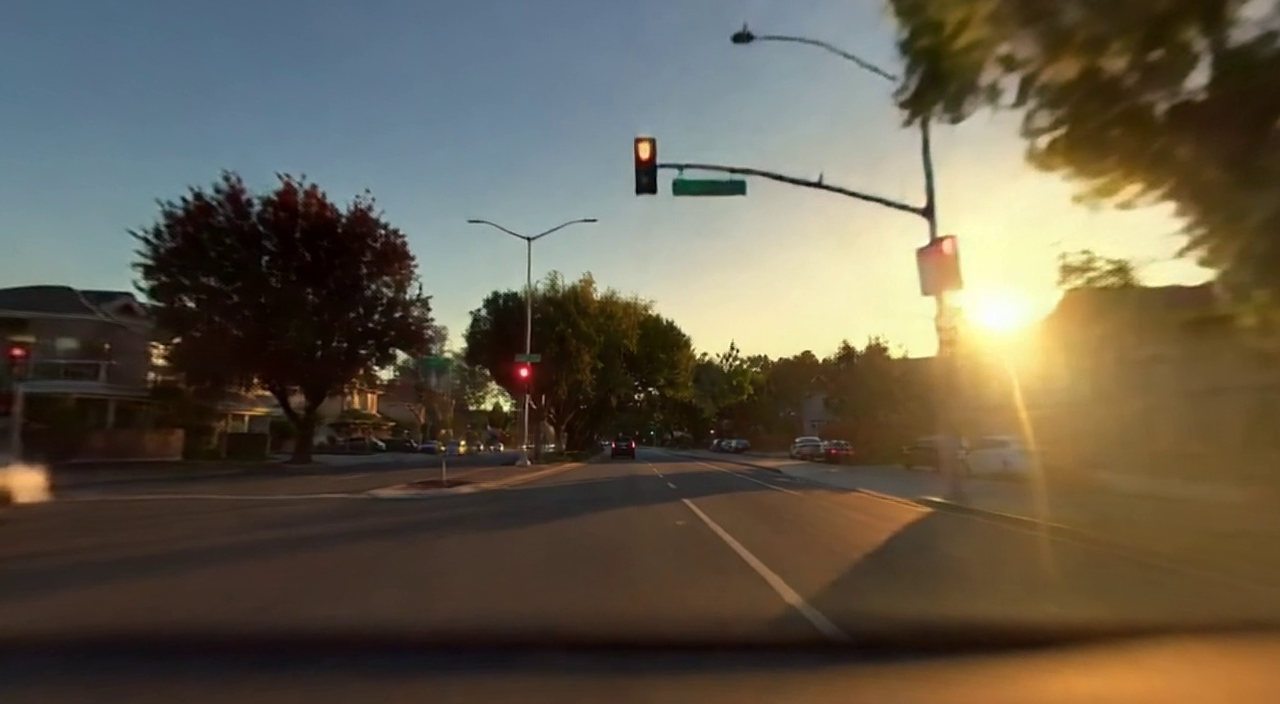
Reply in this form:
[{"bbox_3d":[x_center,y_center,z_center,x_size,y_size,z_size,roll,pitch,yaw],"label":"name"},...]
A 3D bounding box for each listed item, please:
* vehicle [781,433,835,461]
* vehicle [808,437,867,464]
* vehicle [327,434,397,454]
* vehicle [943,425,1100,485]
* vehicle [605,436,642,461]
[{"bbox_3d":[10.964,6.237,41.526,2.156,1.689,4.774,0,-8,-1],"label":"vehicle"},{"bbox_3d":[11.200,5.617,36.095,1.838,1.443,4.563,0,-8,-1],"label":"vehicle"},{"bbox_3d":[-21.768,7.214,49.450,4.547,1.484,1.914,0,-8,1],"label":"vehicle"},{"bbox_3d":[11.722,3.192,19.851,2.018,1.665,4.576,0,-8,-1],"label":"vehicle"},{"bbox_3d":[-1.016,5.906,38.744,2.113,1.462,4.203,0,-8,-2],"label":"vehicle"}]
